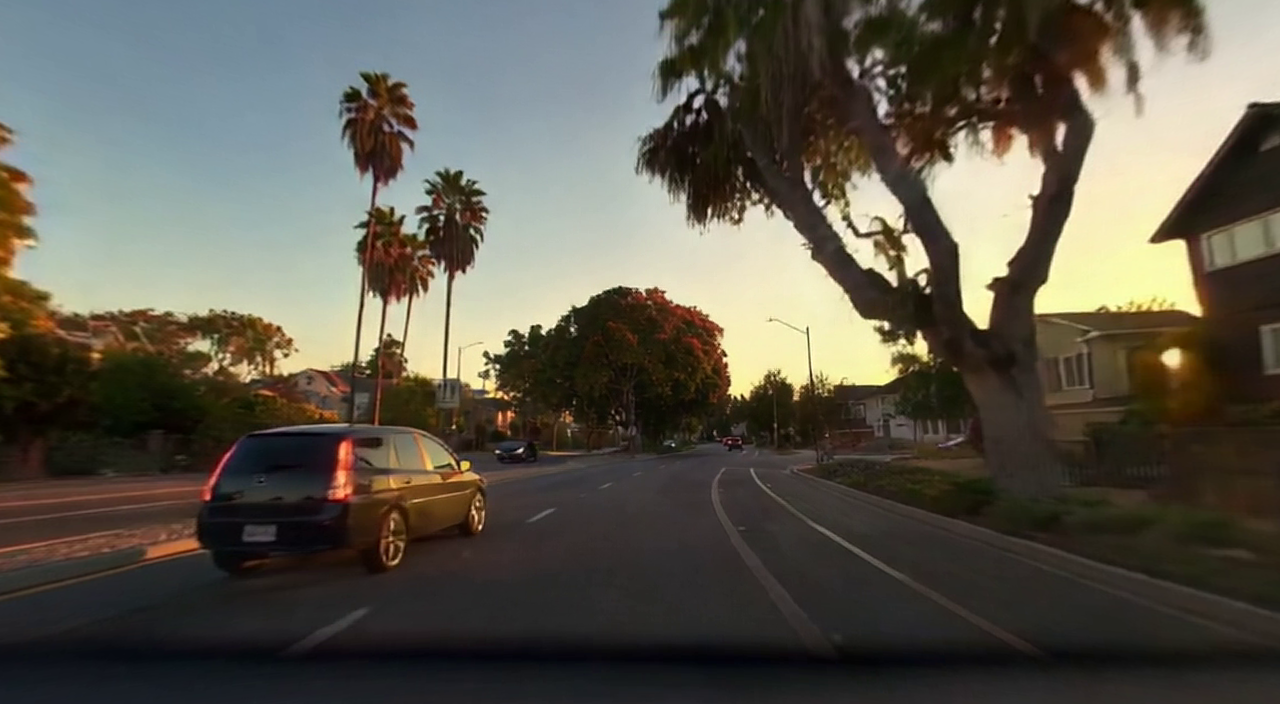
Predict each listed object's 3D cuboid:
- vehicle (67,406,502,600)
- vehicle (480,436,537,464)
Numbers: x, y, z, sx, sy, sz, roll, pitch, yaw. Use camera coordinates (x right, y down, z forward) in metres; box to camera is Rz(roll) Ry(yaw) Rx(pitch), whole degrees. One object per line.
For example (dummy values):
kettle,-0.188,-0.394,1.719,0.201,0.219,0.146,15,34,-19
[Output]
vehicle,-3.357,1.535,7.391,2.075,1.498,4.730,-1,-8,5
vehicle,-8.336,6.278,40.397,2.070,1.644,4.458,-2,-8,10
